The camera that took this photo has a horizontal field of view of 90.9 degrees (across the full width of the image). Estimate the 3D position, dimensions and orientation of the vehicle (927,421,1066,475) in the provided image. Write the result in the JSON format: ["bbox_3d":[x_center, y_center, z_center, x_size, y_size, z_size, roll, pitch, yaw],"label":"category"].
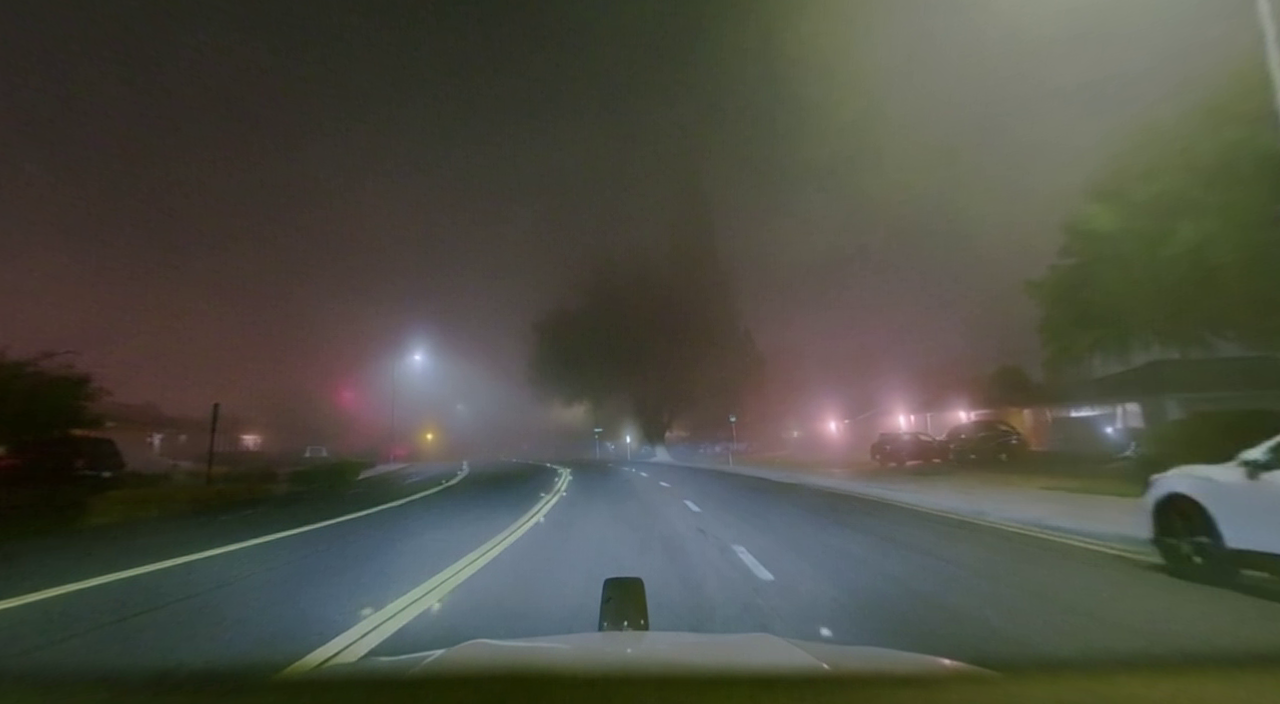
[{"bbox_3d":[14.155,3.828,25.246,4.350,2.047,1.841,0,-8,2],"label":"vehicle"}]

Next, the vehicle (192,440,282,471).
[{"bbox_3d":[-24.661,6.333,38.700,4.128,1.861,1.959,2,-9,-14],"label":"vehicle"}]

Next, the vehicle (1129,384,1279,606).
[{"bbox_3d":[6.682,1.089,4.508,2.315,1.869,4.678,1,-9,-5],"label":"vehicle"}]

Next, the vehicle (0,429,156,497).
[{"bbox_3d":[-18.580,3.559,20.618,2.077,1.948,4.705,1,-9,-7],"label":"vehicle"}]

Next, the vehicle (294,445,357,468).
[{"bbox_3d":[-24.192,8.051,48.634,3.899,1.729,2.064,2,-9,-13],"label":"vehicle"}]
